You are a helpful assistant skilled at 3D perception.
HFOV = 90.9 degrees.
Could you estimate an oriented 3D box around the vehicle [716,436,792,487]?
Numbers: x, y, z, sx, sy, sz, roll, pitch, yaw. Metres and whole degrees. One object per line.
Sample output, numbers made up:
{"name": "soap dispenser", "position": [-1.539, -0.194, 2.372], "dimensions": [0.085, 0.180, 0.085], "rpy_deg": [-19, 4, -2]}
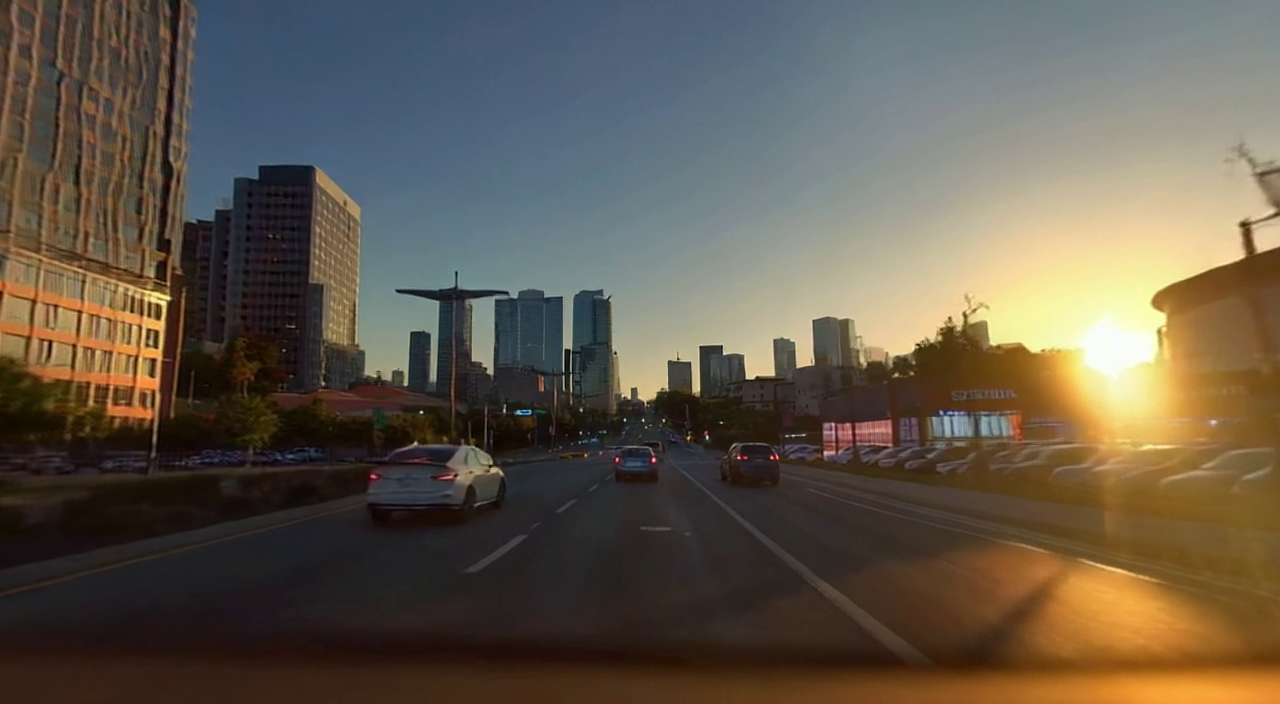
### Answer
{"name": "vehicle", "position": [4.076, 3.987, 23.227], "dimensions": [2.007, 1.683, 4.171], "rpy_deg": [0, -8, 0]}

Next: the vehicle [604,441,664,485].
{"name": "vehicle", "position": [-0.177, 4.130, 23.765], "dimensions": [2.059, 1.477, 3.988], "rpy_deg": [0, -8, 1]}

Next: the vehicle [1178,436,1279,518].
{"name": "vehicle", "position": [13.324, 2.450, 12.739], "dimensions": [4.282, 1.469, 2.035], "rpy_deg": [4, -9, -26]}

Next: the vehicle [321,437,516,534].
{"name": "vehicle", "position": [-3.879, 2.409, 12.078], "dimensions": [2.029, 1.482, 4.591], "rpy_deg": [0, -8, 1]}

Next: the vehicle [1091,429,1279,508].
{"name": "vehicle", "position": [13.836, 2.829, 15.785], "dimensions": [4.331, 1.728, 2.036], "rpy_deg": [3, -9, -23]}
